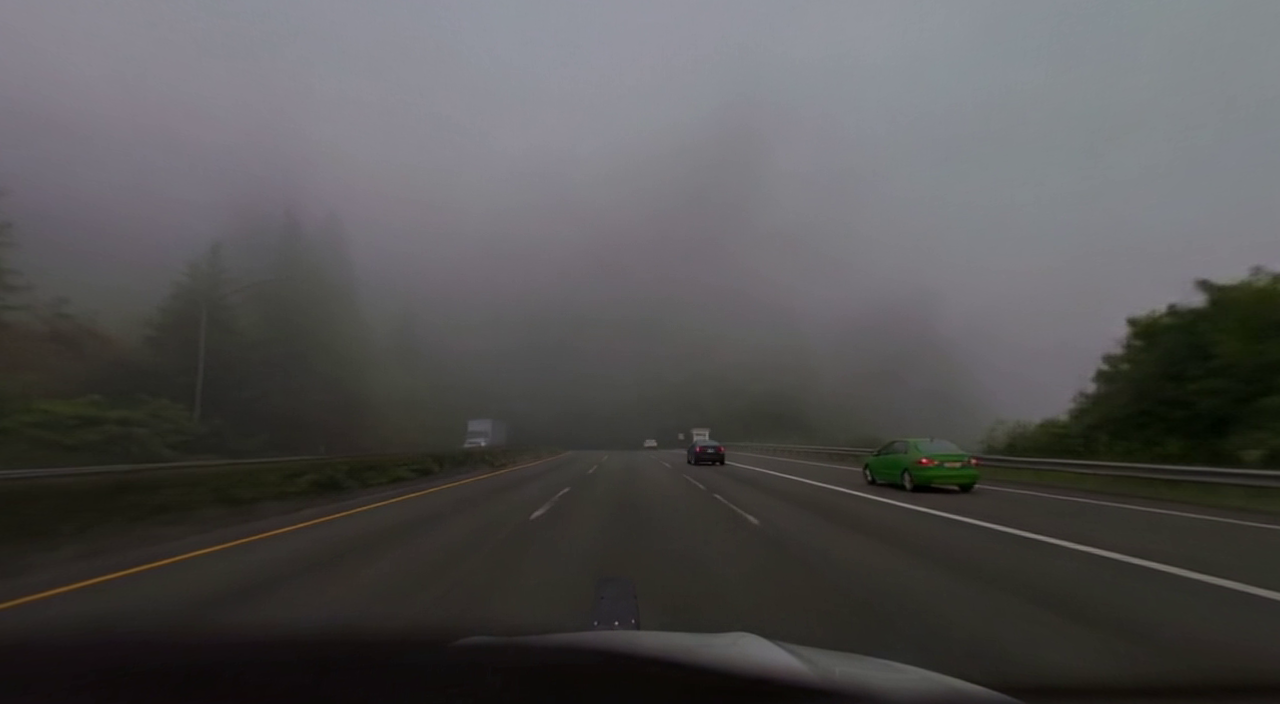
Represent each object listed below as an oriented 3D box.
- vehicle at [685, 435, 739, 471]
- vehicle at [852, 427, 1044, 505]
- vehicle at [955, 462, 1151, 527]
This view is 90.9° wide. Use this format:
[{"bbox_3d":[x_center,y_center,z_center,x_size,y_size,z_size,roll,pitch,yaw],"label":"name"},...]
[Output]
[{"bbox_3d":[3.176,4.514,28.470,1.819,1.468,3.770,0,-8,-2],"label":"vehicle"},{"bbox_3d":[6.982,2.600,15.060,2.003,1.522,4.940,0,-8,-1],"label":"vehicle"},{"bbox_3d":[7.101,2.448,11.162,1.535,0.862,2.814,0,-8,-1],"label":"vehicle"}]
